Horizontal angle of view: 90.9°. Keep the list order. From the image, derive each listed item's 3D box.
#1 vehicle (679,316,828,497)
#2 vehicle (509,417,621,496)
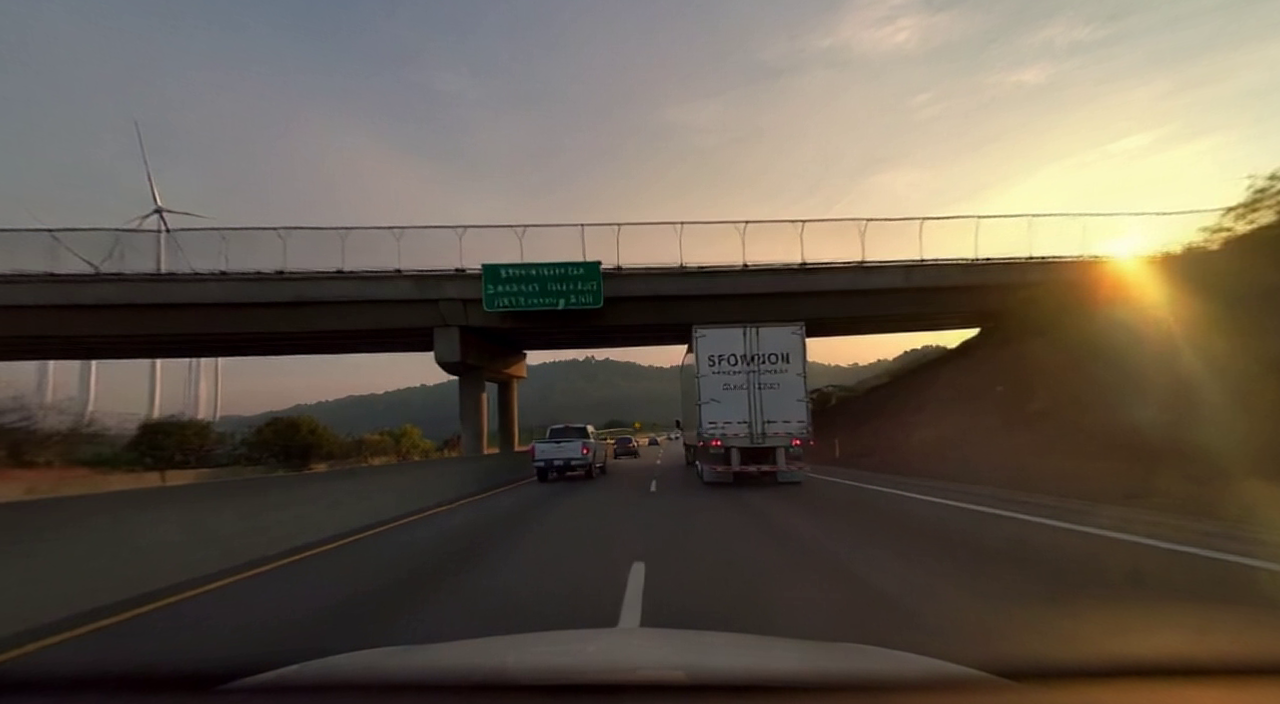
[{"bbox_3d":[2.866,1.994,20.238,2.906,3.990,12.551,0,-7,2],"label":"vehicle"},{"bbox_3d":[-1.803,2.714,16.908,2.283,1.814,4.568,0,-8,2],"label":"vehicle"}]
